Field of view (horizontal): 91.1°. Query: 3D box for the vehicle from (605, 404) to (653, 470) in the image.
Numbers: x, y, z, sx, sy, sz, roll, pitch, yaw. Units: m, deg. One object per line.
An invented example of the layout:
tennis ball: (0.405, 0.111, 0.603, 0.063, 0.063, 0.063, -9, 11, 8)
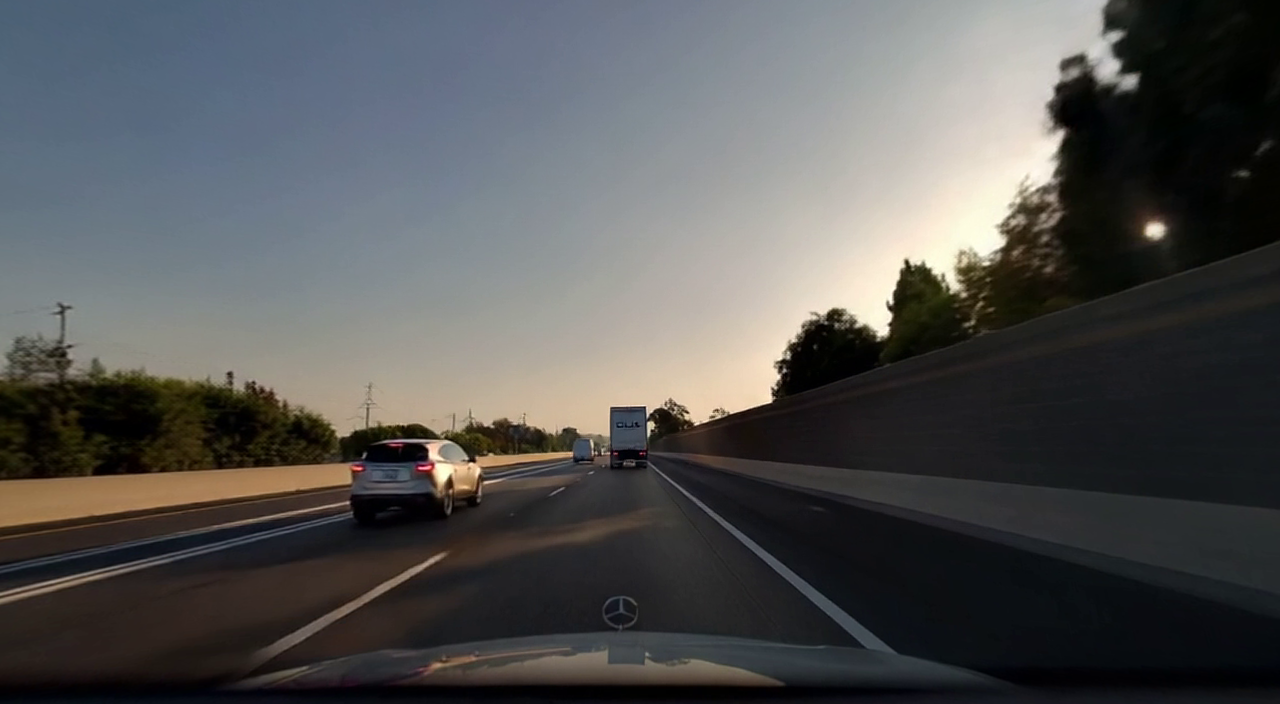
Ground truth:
vehicle: (-0.725, 5.915, 43.296, 2.923, 4.007, 9.760, 0, -9, -1)

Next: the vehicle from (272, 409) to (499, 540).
vehicle: (-4.386, 2.229, 12.023, 2.226, 1.935, 5.130, 0, -9, -1)
